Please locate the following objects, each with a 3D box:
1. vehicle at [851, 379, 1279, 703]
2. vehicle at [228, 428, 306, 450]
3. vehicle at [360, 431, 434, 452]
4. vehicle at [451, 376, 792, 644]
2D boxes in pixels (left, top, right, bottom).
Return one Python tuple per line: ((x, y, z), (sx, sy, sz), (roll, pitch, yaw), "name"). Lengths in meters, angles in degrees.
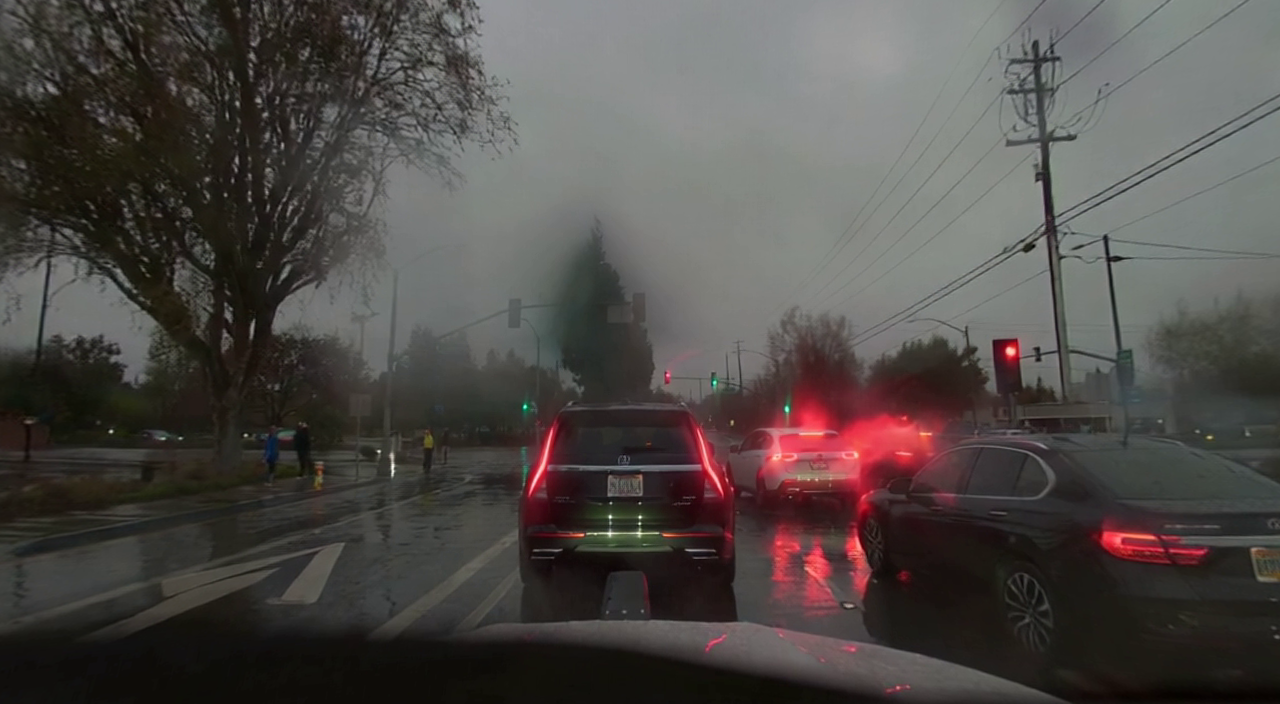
((3.537, 1.300, 5.466), (1.948, 1.677, 4.437), (0, -8, 1), "vehicle")
((-27.842, 6.520, 47.200), (4.587, 1.639, 1.878), (0, -8, 0), "vehicle")
((-17.797, 6.554, 46.353), (4.607, 1.478, 1.995), (0, -8, 0), "vehicle")
((-0.174, 1.374, 6.533), (2.271, 1.786, 4.443), (0, -8, -1), "vehicle")
